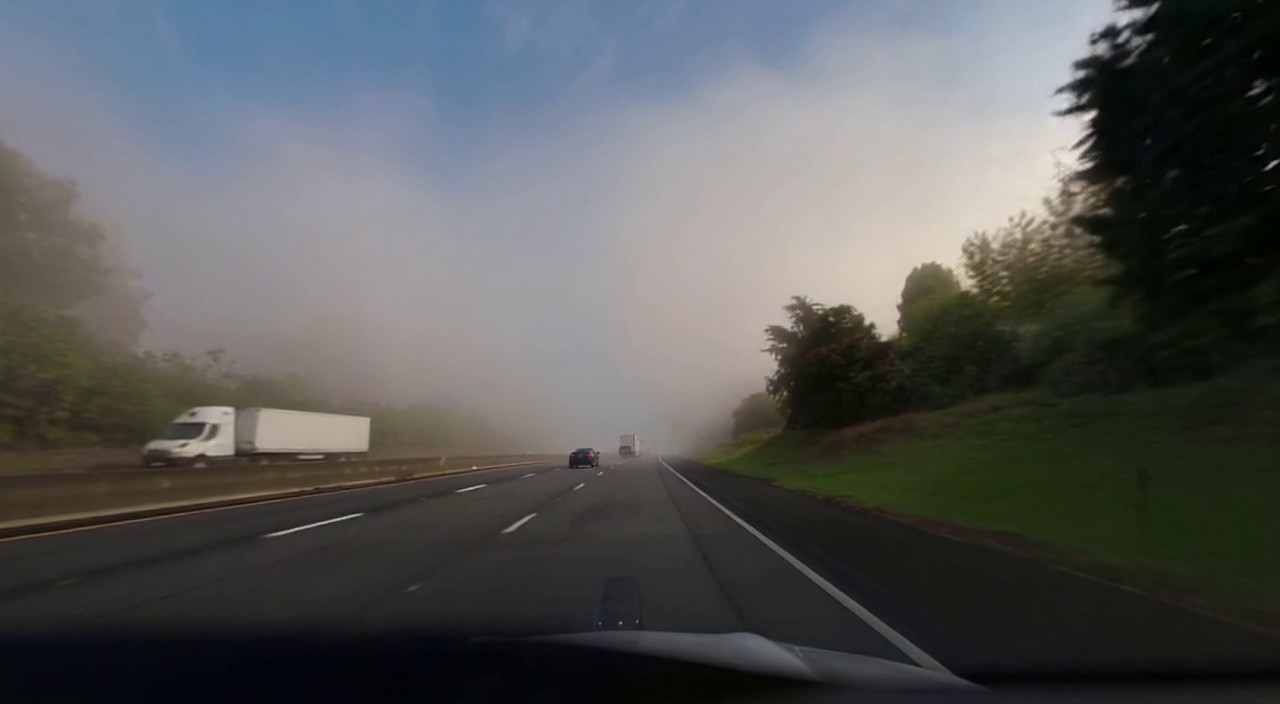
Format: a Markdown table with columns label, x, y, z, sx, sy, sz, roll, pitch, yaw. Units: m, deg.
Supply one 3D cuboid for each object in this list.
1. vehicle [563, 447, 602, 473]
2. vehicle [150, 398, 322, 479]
| label | x | y | z | sx | sy | sz | roll | pitch | yaw |
| --- | --- | --- | --- | --- | --- | --- | --- | --- | --- |
| vehicle | -3.342 | 6.359 | 37.377 | 1.858 | 1.459 | 4.091 | 0 | -9 | 1 |
| vehicle | -23.116 | 5.200 | 37.254 | 2.975 | 4.087 | 10.601 | 0 | -9 | 1 |
